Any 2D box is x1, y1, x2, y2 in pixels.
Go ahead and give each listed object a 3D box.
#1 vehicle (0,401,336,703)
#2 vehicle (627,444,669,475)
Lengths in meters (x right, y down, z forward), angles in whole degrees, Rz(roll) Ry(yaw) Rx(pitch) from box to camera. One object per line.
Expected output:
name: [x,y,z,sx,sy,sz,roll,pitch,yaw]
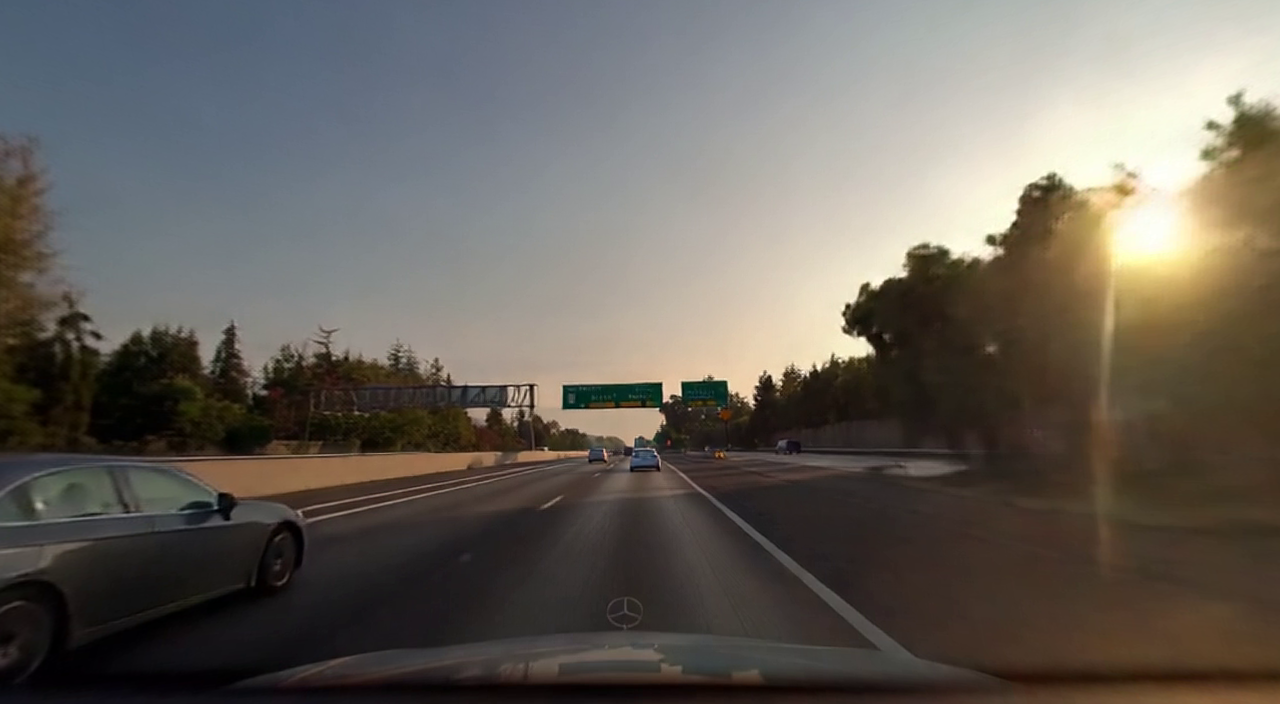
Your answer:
vehicle: [-3.814,1.088,3.567,2.062,1.474,4.151,0,-9,1]
vehicle: [0.388,5.365,31.665,2.002,1.449,3.612,0,-9,0]
